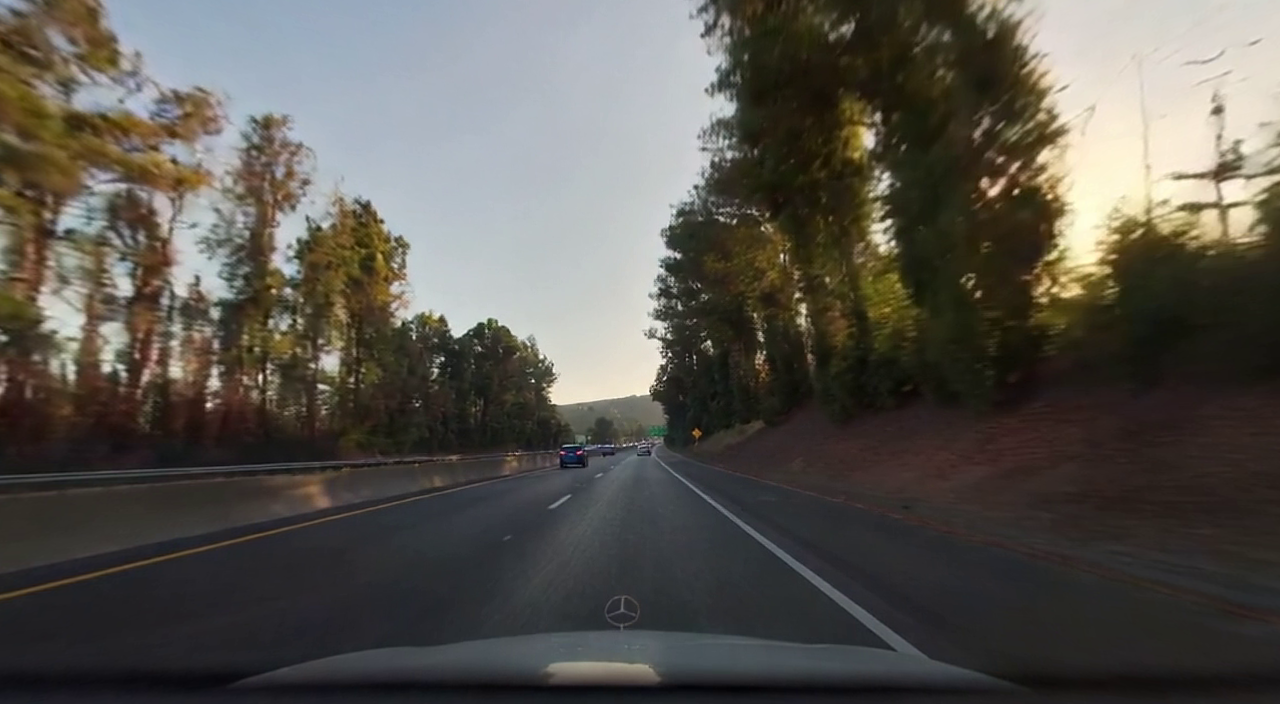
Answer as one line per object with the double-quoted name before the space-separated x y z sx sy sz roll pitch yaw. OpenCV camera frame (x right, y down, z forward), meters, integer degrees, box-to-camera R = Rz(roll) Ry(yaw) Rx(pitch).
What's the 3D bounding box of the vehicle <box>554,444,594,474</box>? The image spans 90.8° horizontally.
"vehicle" -3.814 6.230 36.923 1.846 1.600 4.108 0 -9 1
